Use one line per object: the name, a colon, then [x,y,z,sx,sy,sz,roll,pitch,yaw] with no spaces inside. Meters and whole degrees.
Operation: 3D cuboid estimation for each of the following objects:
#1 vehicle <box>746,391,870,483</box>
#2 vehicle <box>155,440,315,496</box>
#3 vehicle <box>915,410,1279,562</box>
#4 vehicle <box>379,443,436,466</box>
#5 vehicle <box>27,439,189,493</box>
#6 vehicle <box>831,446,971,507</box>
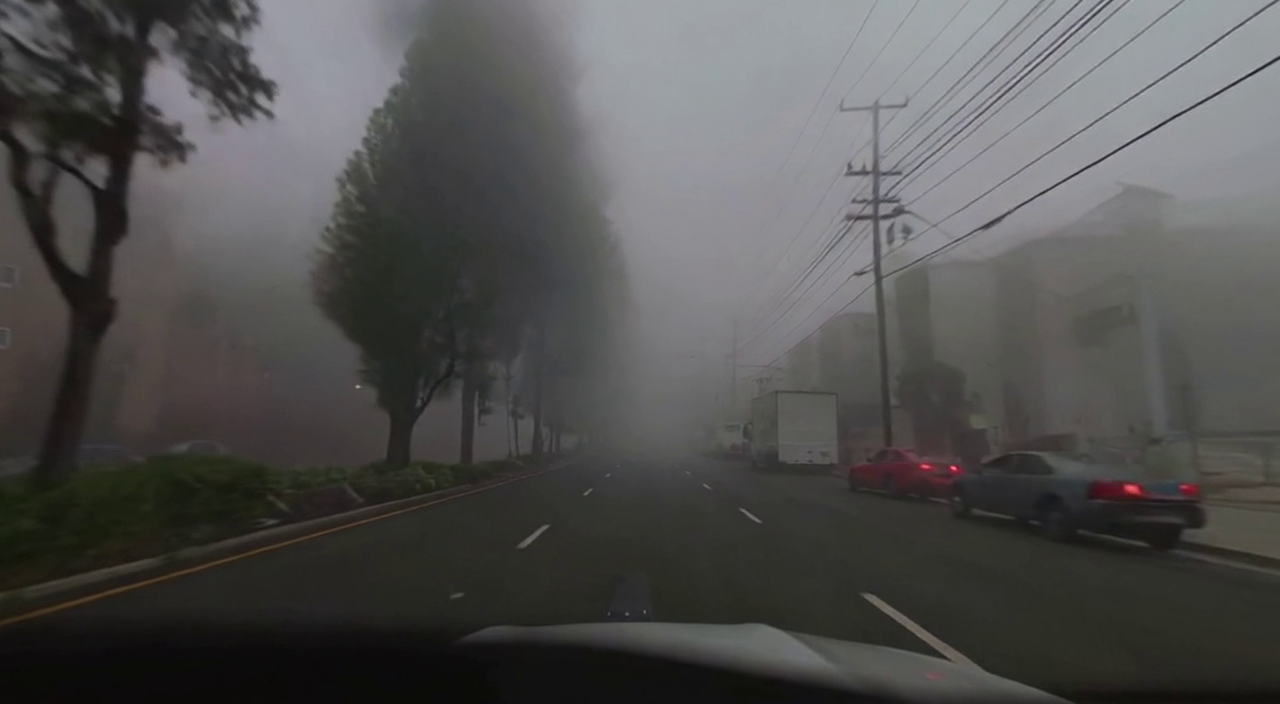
vehicle: [6.921,3.803,27.655,2.761,3.342,8.958,0,-9,-1]
vehicle: [-12.029,3.440,19.155,1.853,1.498,4.465,0,-8,0]
vehicle: [6.926,2.045,10.481,2.258,1.845,5.381,0,-8,0]
vehicle: [-15.094,6.663,41.143,1.863,1.440,4.771,0,-8,1]
vehicle: [-22.164,4.844,26.645,2.327,2.006,5.039,-1,-11,1]
vehicle: [6.805,3.254,17.050,1.762,1.414,4.540,0,-8,-1]
